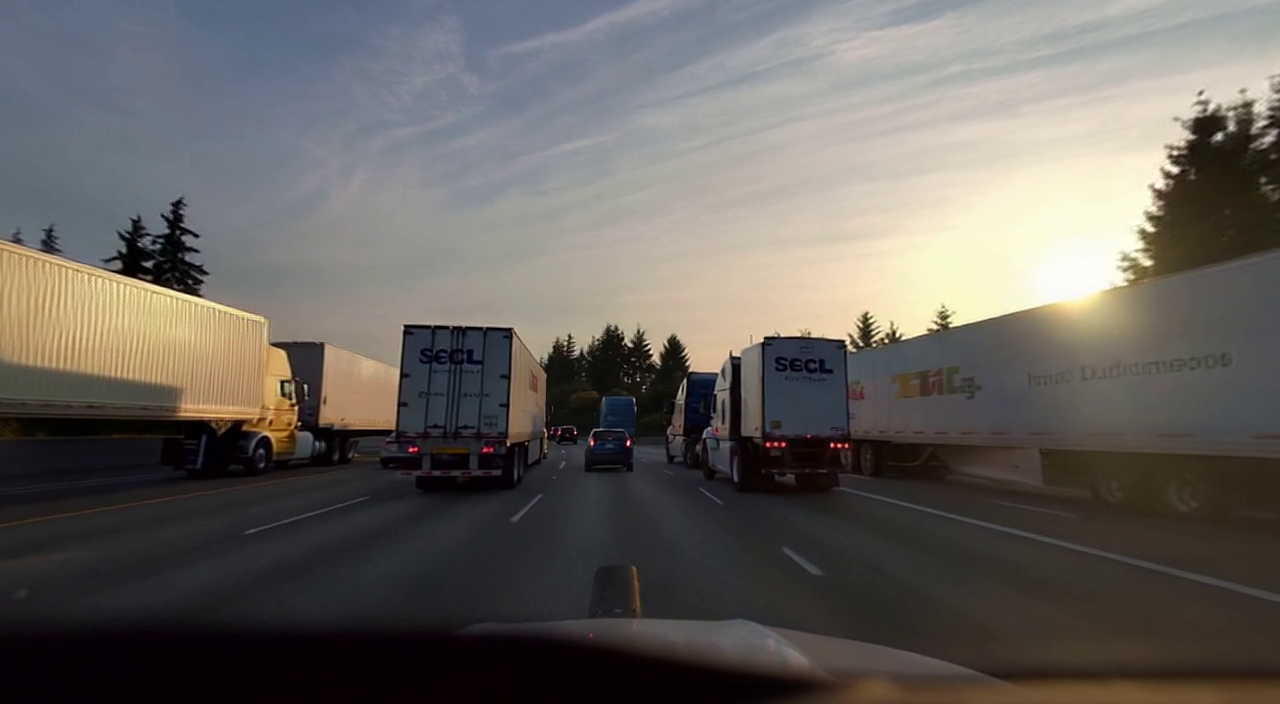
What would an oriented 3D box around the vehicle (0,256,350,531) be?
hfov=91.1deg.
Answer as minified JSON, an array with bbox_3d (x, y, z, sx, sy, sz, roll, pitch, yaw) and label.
[{"bbox_3d":[-10.926,0.744,10.386,2.867,4.125,14.026,-2,-8,13],"label":"vehicle"}]

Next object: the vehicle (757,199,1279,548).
[{"bbox_3d":[7.387,0.704,10.938,2.820,4.084,13.786,4,-8,-26],"label":"vehicle"}]

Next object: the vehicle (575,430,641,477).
[{"bbox_3d":[-1.309,3.719,23.449,2.060,1.540,4.374,1,-8,-8],"label":"vehicle"}]

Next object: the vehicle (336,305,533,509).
[{"bbox_3d":[-4.542,1.582,16.156,2.822,3.788,8.799,1,-8,-5],"label":"vehicle"}]
